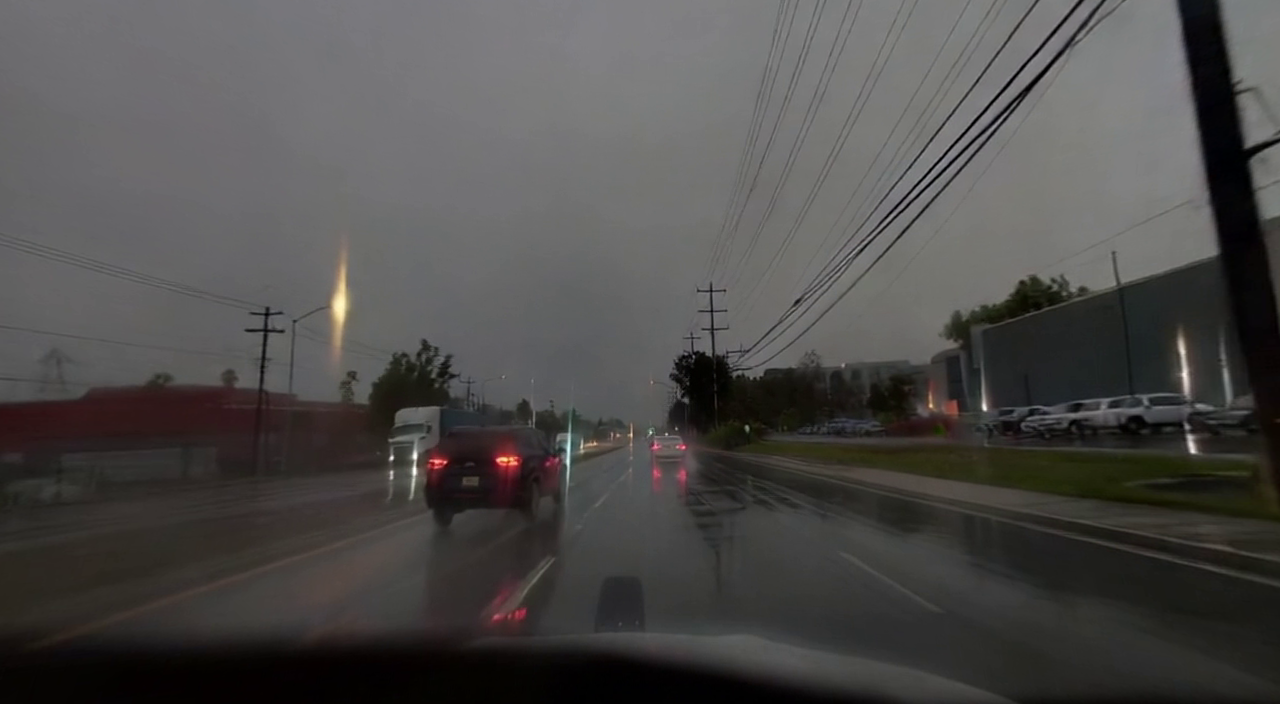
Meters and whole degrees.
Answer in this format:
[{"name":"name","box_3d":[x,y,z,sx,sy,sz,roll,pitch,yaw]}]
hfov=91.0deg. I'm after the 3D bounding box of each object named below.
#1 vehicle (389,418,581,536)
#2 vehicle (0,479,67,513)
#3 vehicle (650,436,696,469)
[{"name":"vehicle","box_3d":[-2.486,2.159,11.567,2.169,1.679,4.723,-1,-8,2]},{"name":"vehicle","box_3d":[-38.089,8.814,38.367,4.458,1.674,2.034,-3,-4,2]},{"name":"vehicle","box_3d":[1.589,4.984,31.367,2.114,1.492,4.453,-1,-8,1]}]
